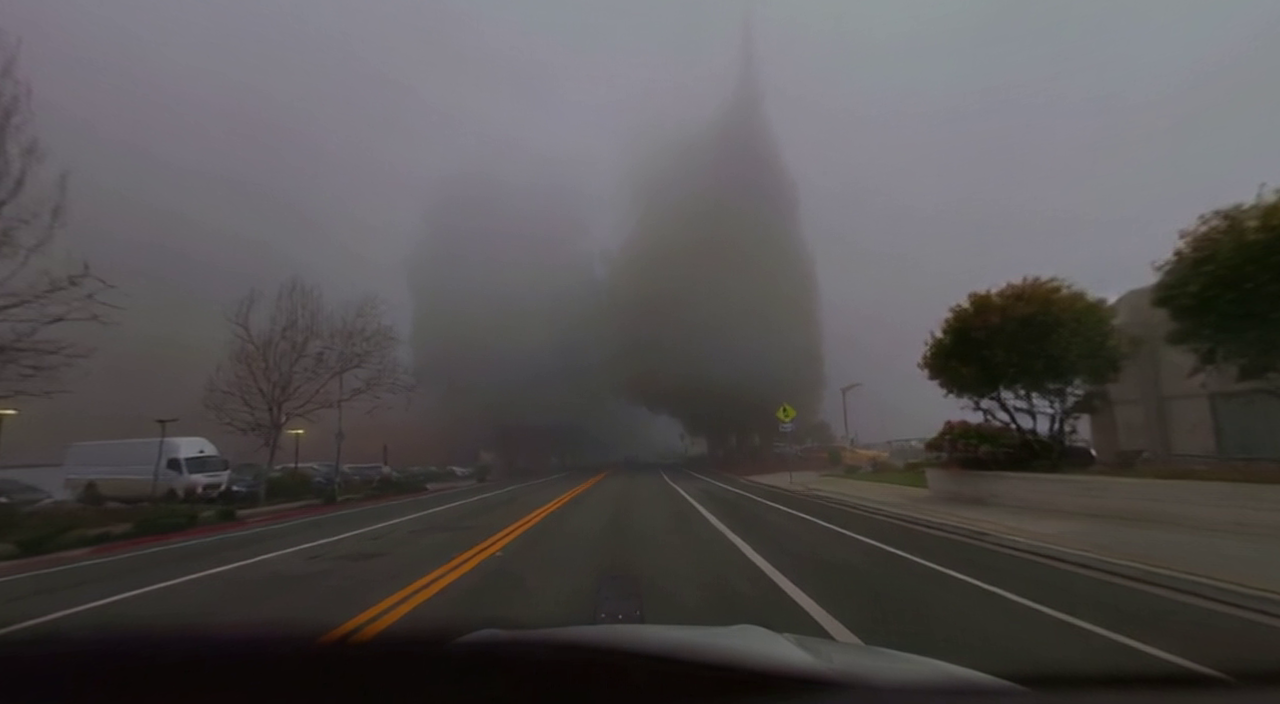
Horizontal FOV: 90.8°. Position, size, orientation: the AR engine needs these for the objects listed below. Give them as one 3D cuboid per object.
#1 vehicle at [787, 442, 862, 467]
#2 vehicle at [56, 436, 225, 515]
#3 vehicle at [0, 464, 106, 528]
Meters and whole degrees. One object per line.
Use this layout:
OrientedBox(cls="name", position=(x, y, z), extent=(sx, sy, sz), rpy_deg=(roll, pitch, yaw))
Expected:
OrientedBox(cls="vehicle", position=(12.904, 7.195, 44.266), extent=(4.632, 1.701, 1.975), rpy_deg=(-5, -11, 27))
OrientedBox(cls="vehicle", position=(-19.454, 4.732, 24.605), extent=(5.971, 2.749, 2.293), rpy_deg=(-4, -10, 22))
OrientedBox(cls="vehicle", position=(-19.142, 4.336, 19.488), extent=(4.686, 1.716, 2.017), rpy_deg=(-4, -11, 23))
